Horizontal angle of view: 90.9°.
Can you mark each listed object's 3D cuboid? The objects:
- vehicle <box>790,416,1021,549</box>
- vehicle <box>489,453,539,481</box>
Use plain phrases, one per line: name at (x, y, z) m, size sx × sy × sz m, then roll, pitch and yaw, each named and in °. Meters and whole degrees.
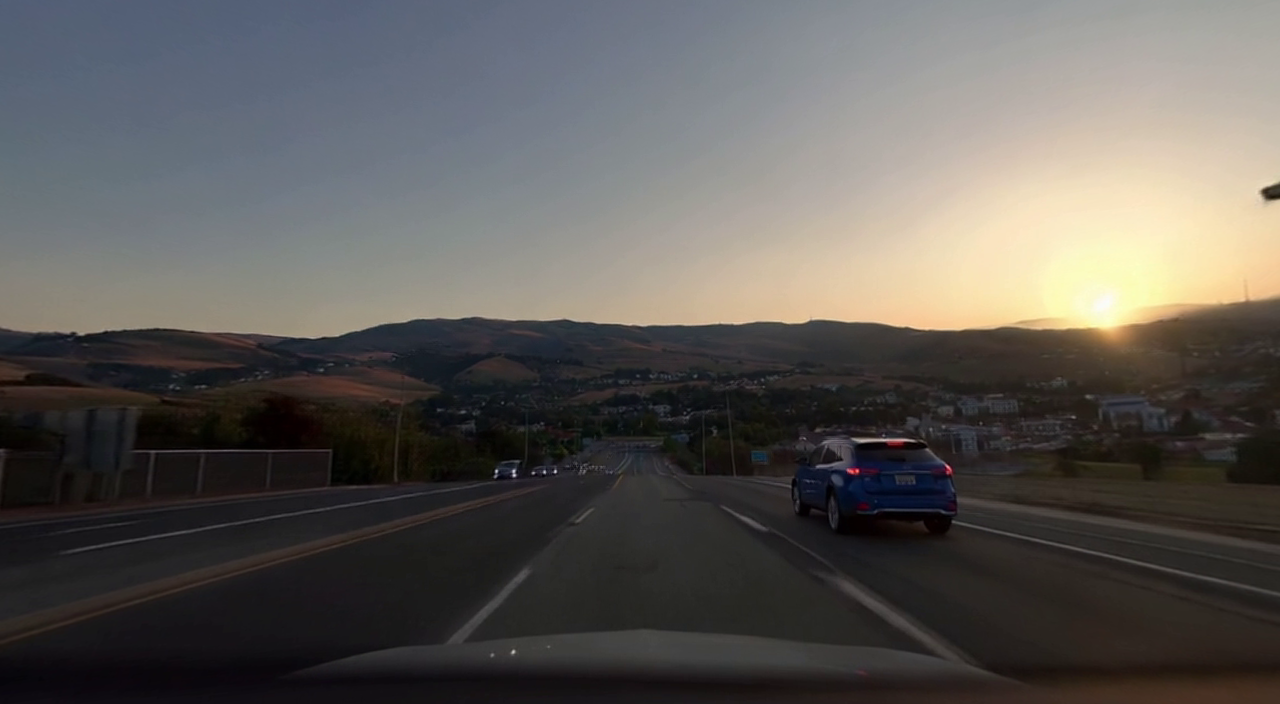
vehicle at (4.028, 2.056, 10.545) m, size 1.989 × 1.730 × 4.324 m, roll -1°, pitch -9°, yaw 1°
vehicle at (-9.842, 9.039, 49.893) m, size 2.597 × 2.034 × 6.006 m, roll -1°, pitch -9°, yaw 1°
